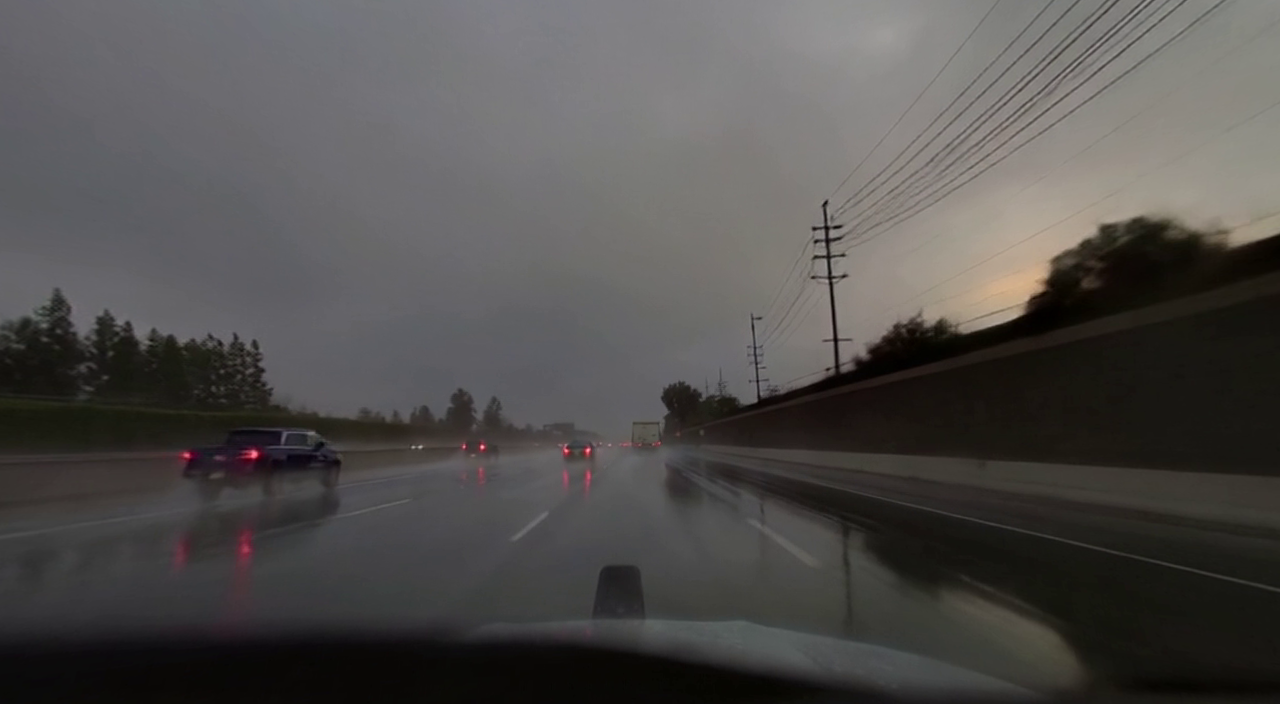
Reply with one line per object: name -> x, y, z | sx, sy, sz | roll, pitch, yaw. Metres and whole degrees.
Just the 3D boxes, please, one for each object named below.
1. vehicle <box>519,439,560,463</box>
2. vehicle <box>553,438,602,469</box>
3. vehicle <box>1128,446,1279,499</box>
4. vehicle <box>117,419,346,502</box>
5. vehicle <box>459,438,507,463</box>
vehicle -> -6.901, 6.845, 43.696 | 1.946, 1.514, 4.687 | 0, -9, 1
vehicle -> -3.278, 5.442, 33.875 | 2.045, 1.532, 4.954 | 0, -9, 1
vehicle -> 19.049, 3.898, 20.899 | 1.985, 1.521, 4.827 | 0, -9, 2
vehicle -> -10.637, 2.893, 17.222 | 2.310, 1.853, 5.817 | 0, -9, 1
vehicle -> -10.858, 6.835, 43.808 | 2.058, 1.621, 4.739 | 0, -9, 1
